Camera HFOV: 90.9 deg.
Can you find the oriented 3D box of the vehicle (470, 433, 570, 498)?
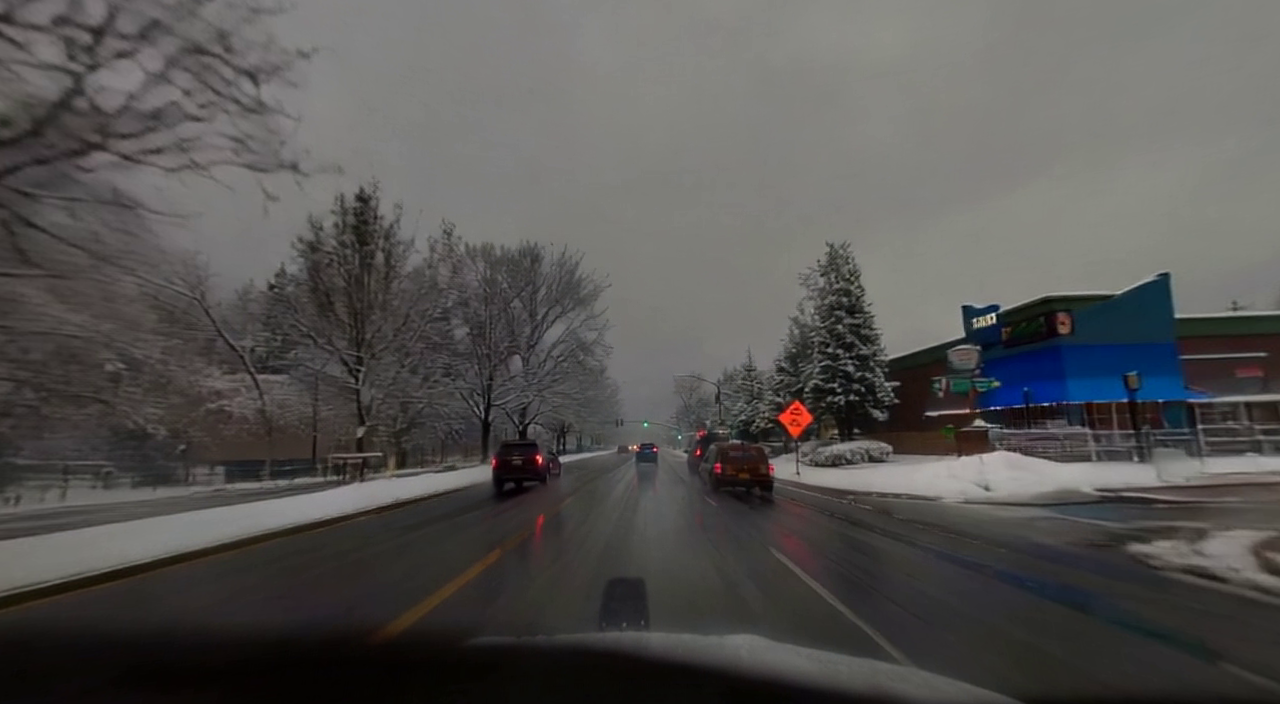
[{"bbox_3d":[-3.398,3.309,18.783,2.038,1.682,4.399,0,-8,1],"label":"vehicle"}]

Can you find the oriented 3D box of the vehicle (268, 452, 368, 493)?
[{"bbox_3d":[-13.830,5.175,27.376,1.826,1.553,4.293,-1,-8,4],"label":"vehicle"}]

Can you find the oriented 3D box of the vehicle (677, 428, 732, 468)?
[{"bbox_3d":[4.316,6.633,43.659,2.760,2.465,7.936,0,-8,-1],"label":"vehicle"}]

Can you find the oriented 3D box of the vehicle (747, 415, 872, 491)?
[{"bbox_3d":[5.592,3.497,22.091,2.653,2.231,6.793,0,-8,1],"label":"vehicle"}]

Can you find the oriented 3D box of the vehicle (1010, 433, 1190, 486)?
[{"bbox_3d":[14.117,3.315,19.800,1.969,1.457,4.719,0,-8,-2],"label":"vehicle"}]
